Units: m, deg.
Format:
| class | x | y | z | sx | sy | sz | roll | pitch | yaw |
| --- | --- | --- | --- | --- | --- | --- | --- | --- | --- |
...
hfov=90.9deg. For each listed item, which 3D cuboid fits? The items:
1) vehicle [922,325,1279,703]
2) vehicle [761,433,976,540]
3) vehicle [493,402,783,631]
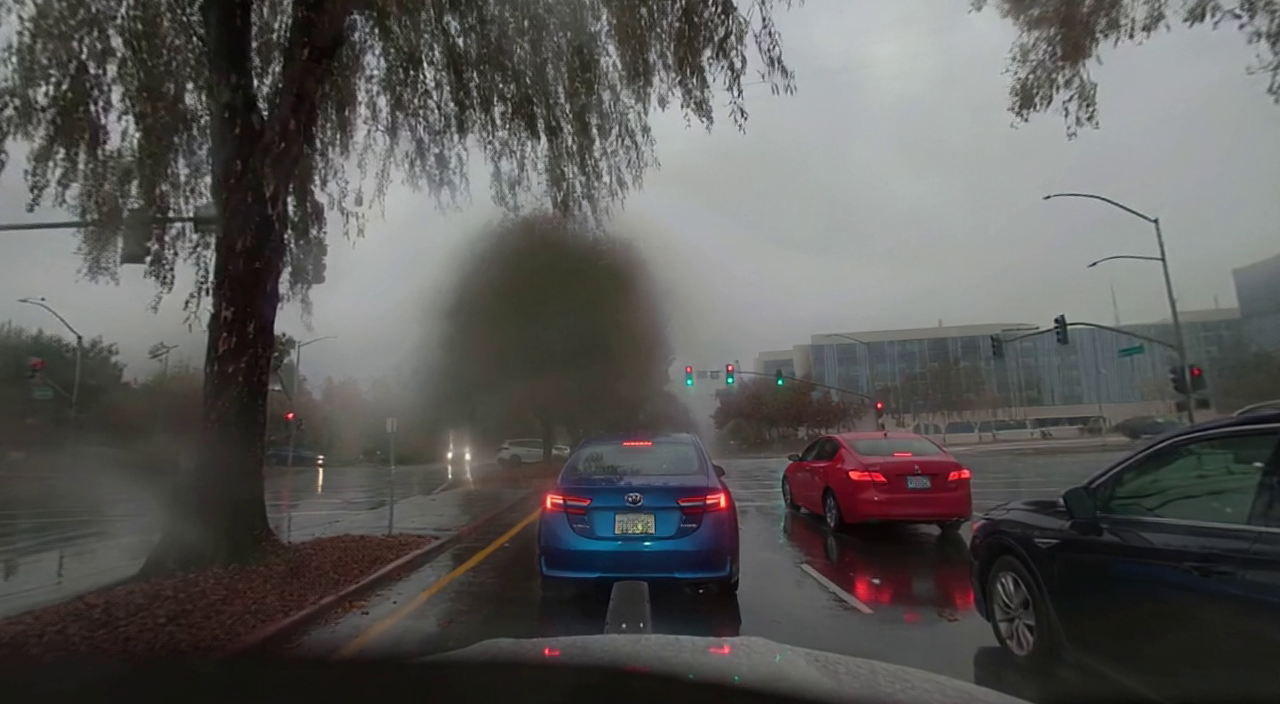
| class | x | y | z | sx | sy | sz | roll | pitch | yaw |
| --- | --- | --- | --- | --- | --- | --- | --- | --- | --- |
| vehicle | 3.711 | 0.938 | 3.432 | 2.162 | 1.829 | 4.519 | 0 | -9 | -1 |
| vehicle | 3.681 | 2.262 | 11.305 | 2.054 | 1.482 | 4.654 | 0 | -9 | -1 |
| vehicle | -0.029 | 1.475 | 6.512 | 2.074 | 1.631 | 3.793 | 0 | -9 | 0 |
